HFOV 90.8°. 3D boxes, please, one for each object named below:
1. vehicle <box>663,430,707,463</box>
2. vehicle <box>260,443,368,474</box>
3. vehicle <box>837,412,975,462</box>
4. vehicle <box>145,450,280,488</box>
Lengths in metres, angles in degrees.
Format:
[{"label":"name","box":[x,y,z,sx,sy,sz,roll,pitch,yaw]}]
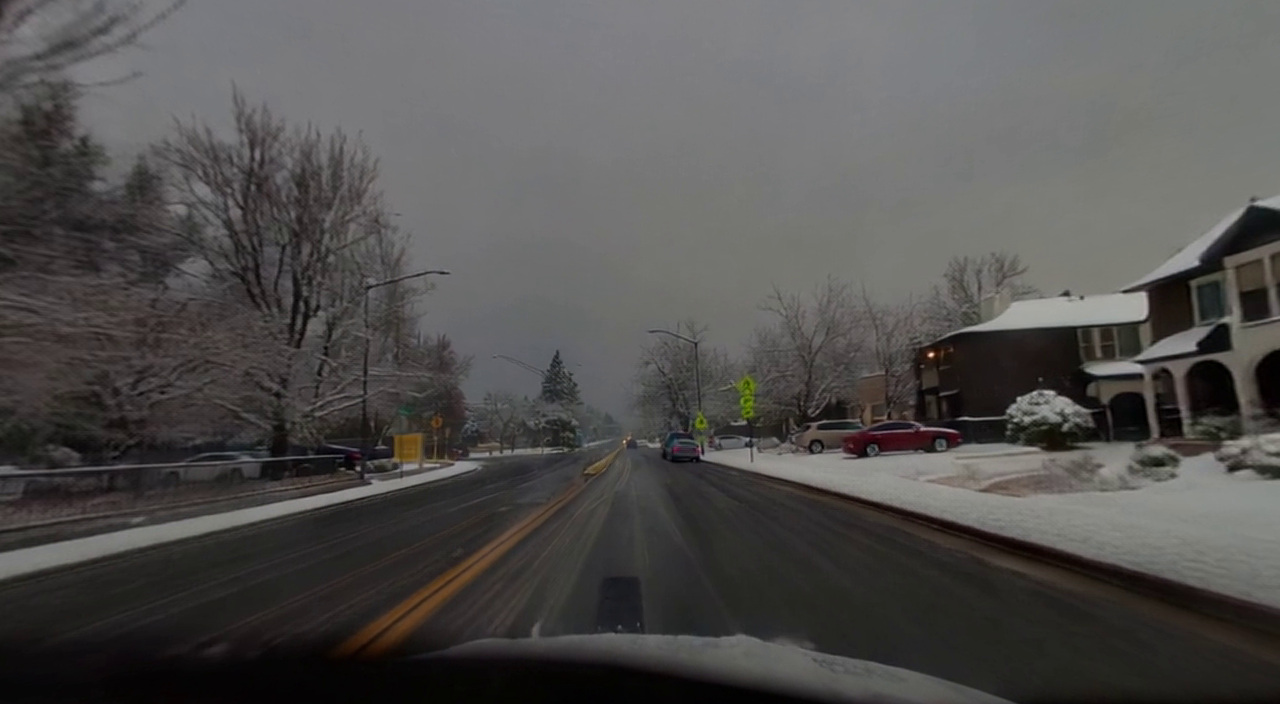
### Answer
[{"label":"vehicle","box":[2.782,6.006,40.207,2.221,1.892,5.555,0,-8,-2]},{"label":"vehicle","box":[-19.872,6.444,38.728,2.059,1.746,5.388,-8,-11,42]},{"label":"vehicle","box":[10.968,3.560,26.284,4.750,1.658,1.902,-4,-10,0]},{"label":"vehicle","box":[-19.156,5.208,28.463,4.691,1.483,1.955,8,-12,-44]}]
